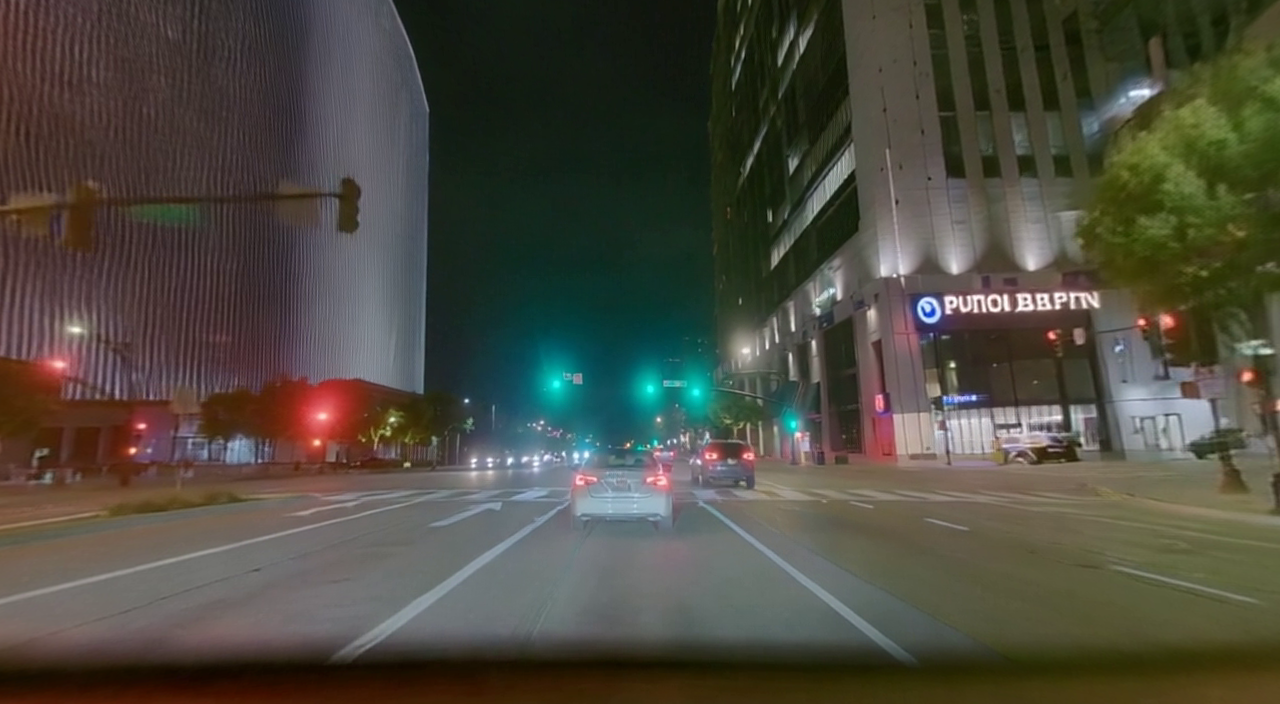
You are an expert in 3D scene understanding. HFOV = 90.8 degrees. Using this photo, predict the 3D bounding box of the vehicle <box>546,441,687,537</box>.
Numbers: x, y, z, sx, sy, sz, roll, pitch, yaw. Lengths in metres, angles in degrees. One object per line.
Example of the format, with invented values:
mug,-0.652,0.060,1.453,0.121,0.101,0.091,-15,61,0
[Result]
vehicle,-0.395,2.379,11.679,2.144,1.398,3.963,1,-8,-1

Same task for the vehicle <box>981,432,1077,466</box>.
vehicle,24.070,6.035,39.230,4.384,2.000,2.345,1,-10,-4

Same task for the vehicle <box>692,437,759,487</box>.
vehicle,3.343,4.358,25.500,2.078,1.799,4.089,1,-8,-1
